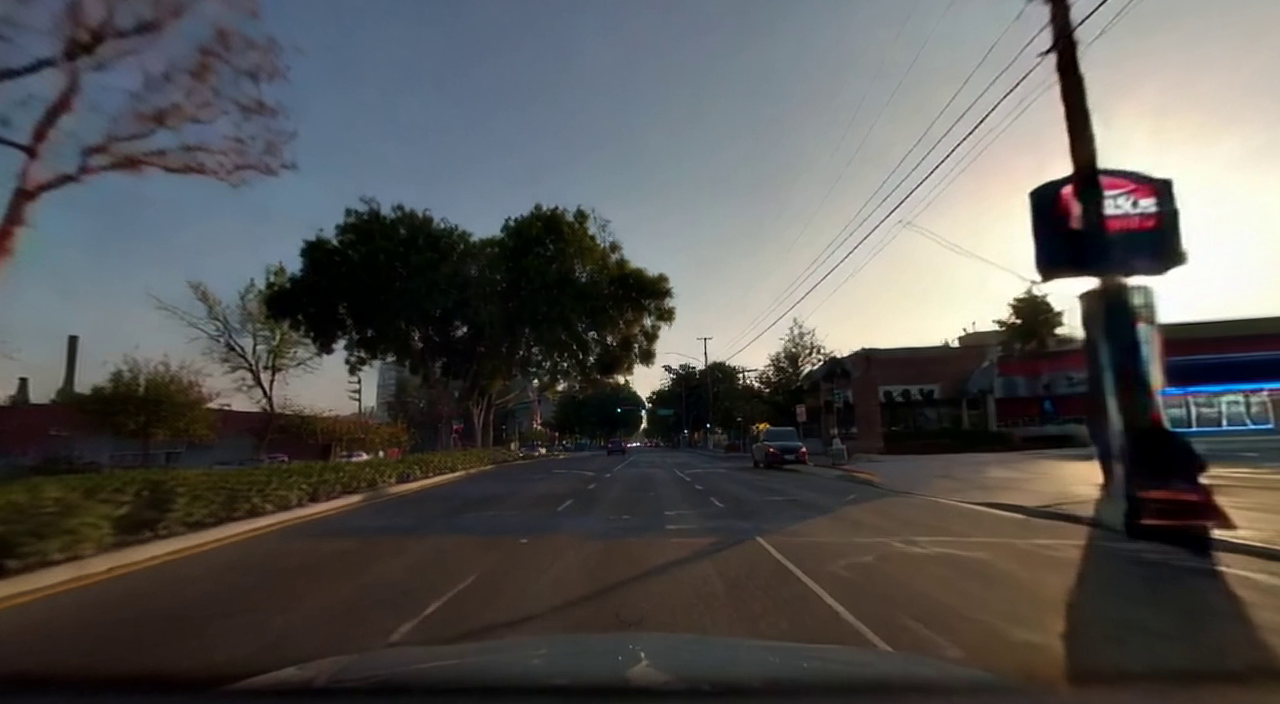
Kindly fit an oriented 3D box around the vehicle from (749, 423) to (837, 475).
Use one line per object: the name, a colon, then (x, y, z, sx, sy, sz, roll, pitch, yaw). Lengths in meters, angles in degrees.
vehicle: (7.489, 4.892, 31.826, 2.764, 2.327, 6.492, 0, -8, 0)
